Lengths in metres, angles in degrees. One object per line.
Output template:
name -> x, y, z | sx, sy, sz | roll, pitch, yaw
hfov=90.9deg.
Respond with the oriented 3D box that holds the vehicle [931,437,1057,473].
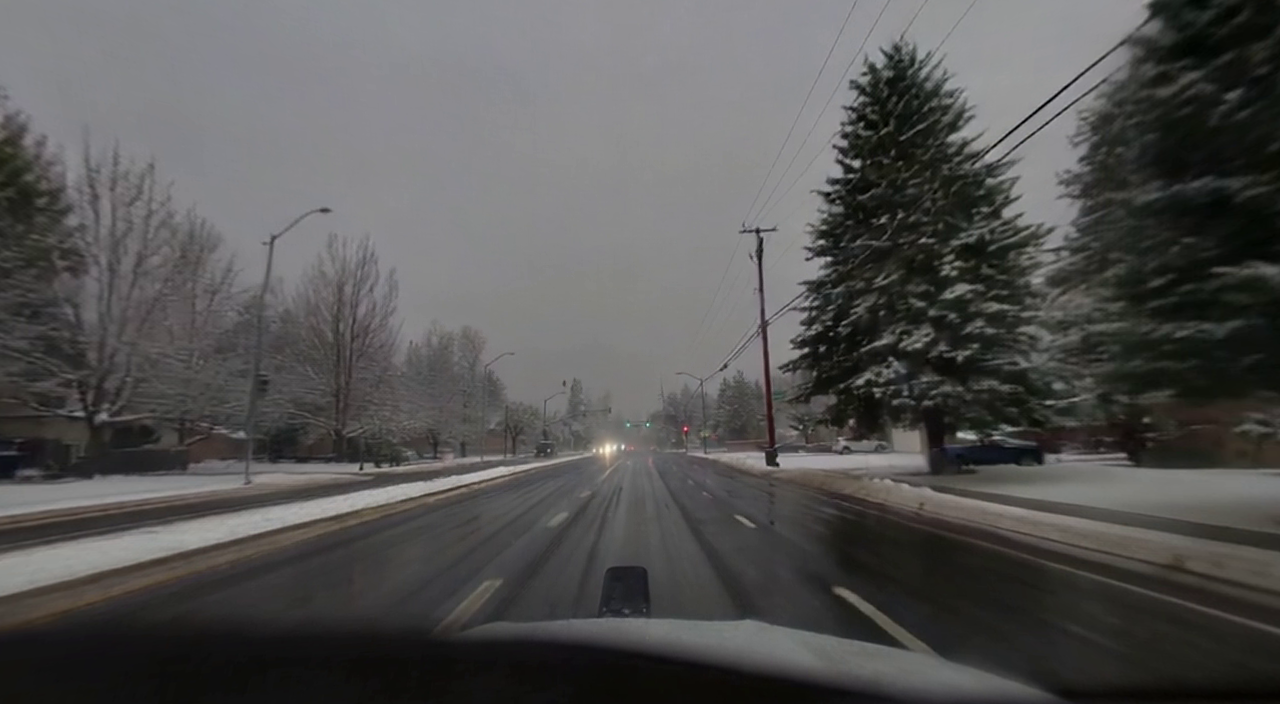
vehicle -> 14.697, 4.289, 26.417 | 4.253, 1.397, 1.717 | -3, -9, 18
